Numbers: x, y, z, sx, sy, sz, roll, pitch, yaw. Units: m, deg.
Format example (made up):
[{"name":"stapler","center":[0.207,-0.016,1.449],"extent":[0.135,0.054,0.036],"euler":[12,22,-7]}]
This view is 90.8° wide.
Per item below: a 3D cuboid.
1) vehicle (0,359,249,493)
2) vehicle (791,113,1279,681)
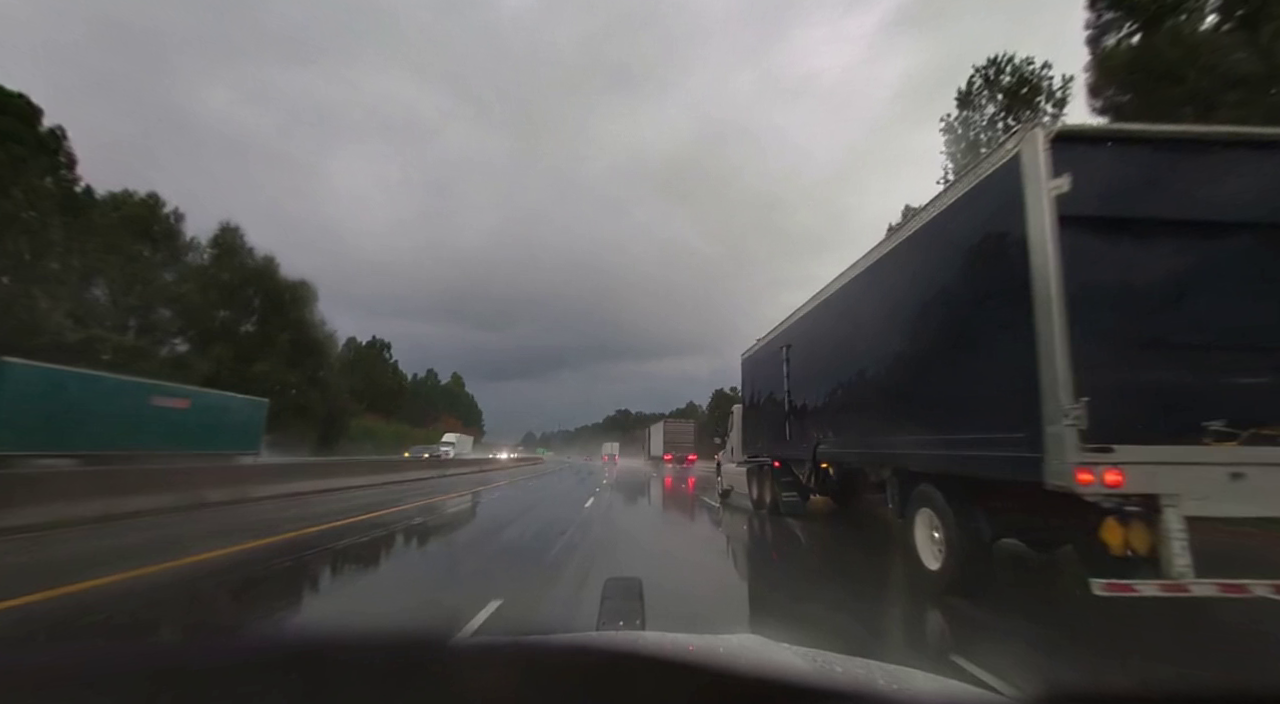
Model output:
[{"name":"vehicle","center":[-21.030,3.088,24.402],"extent":[2.921,4.005,14.421],"euler":[0,-9,-2]},{"name":"vehicle","center":[4.319,0.738,7.877],"extent":[2.832,3.839,7.263],"euler":[0,-9,-1]}]
